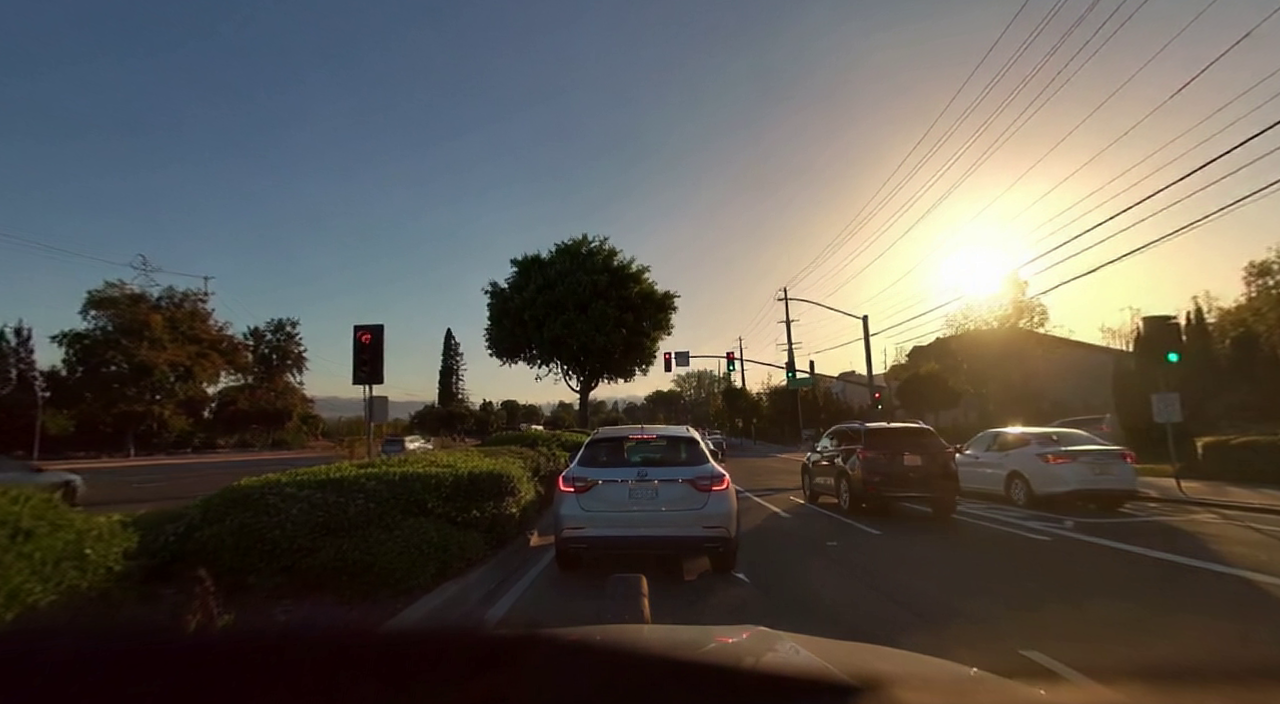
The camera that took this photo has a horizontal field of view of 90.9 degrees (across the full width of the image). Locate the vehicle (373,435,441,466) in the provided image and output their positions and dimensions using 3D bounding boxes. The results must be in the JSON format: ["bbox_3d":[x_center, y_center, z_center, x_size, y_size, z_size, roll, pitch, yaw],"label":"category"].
[{"bbox_3d":[-16.049,6.840,43.846,2.262,1.967,5.814,-1,-8,3],"label":"vehicle"}]

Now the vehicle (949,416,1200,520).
[{"bbox_3d":[8.298,2.256,12.688,1.993,1.712,4.322,0,-8,1],"label":"vehicle"}]

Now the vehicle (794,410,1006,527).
[{"bbox_3d":[4.439,2.073,11.678,2.140,1.753,4.256,0,-8,1],"label":"vehicle"}]

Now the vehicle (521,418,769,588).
[{"bbox_3d":[0.063,1.676,7.894,2.208,1.498,4.401,0,-8,1],"label":"vehicle"}]
